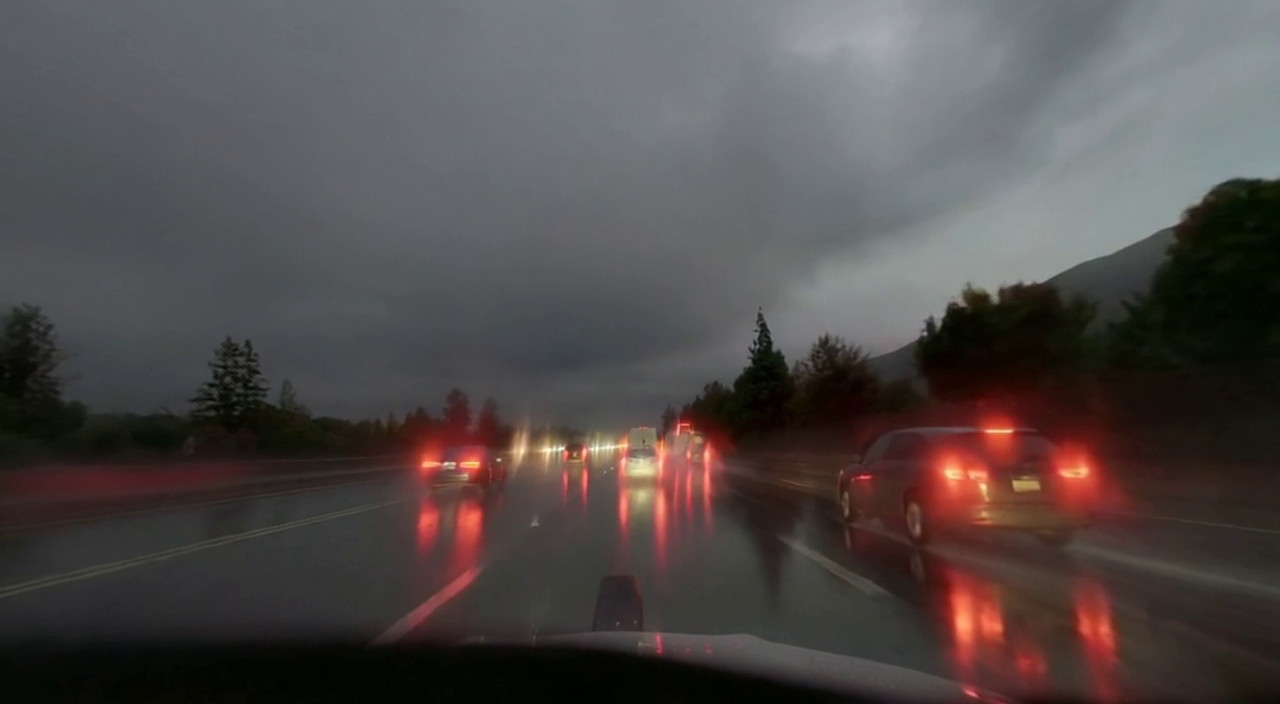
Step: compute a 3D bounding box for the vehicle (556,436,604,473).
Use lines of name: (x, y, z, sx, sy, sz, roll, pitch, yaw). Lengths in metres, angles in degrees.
vehicle: (-3.381, 5.925, 36.318, 2.230, 1.973, 4.403, -1, -9, 2)

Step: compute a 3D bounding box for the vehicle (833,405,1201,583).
vehicle: (4.176, 1.649, 7.995, 2.018, 1.639, 4.149, 0, -9, -1)

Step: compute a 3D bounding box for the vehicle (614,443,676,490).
vehicle: (0.162, 4.083, 22.662, 2.015, 1.526, 4.286, 0, -9, 0)

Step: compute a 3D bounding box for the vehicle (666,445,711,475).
vehicle: (2.553, 5.857, 34.211, 1.959, 1.503, 4.064, 0, -9, -2)

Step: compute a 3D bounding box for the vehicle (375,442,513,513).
vehicle: (-4.610, 3.020, 15.535, 1.967, 1.473, 4.439, 0, -9, 0)
